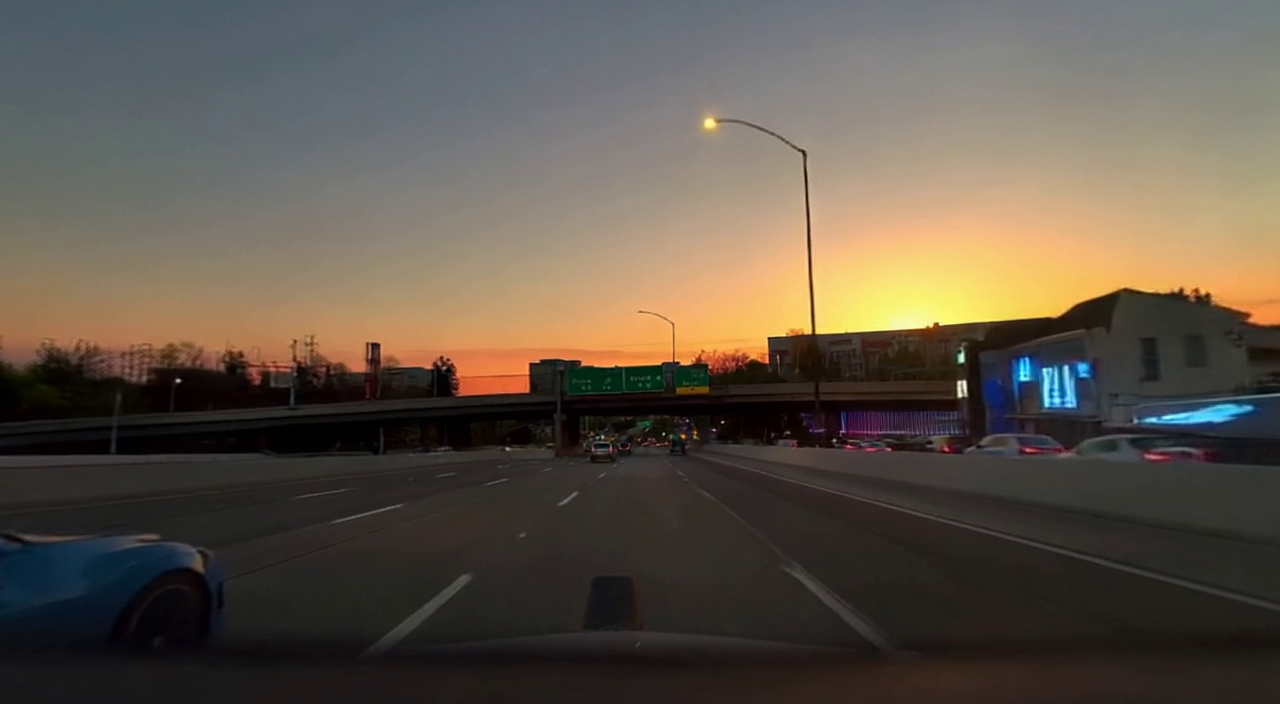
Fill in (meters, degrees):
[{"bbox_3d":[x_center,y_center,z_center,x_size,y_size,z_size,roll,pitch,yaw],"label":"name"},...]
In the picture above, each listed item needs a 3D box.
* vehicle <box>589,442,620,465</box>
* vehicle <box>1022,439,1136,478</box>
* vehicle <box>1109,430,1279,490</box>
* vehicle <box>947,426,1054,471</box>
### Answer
[{"bbox_3d":[-2.511,7.287,45.530,1.982,1.516,4.327,0,-8,1],"label":"vehicle"},{"bbox_3d":[17.974,4.378,26.177,1.712,1.448,4.346,-1,-8,2],"label":"vehicle"},{"bbox_3d":[17.786,3.376,20.106,1.889,1.648,5.173,-1,-8,2],"label":"vehicle"},{"bbox_3d":[17.991,4.863,31.922,2.229,2.050,5.602,-1,-8,2],"label":"vehicle"}]
